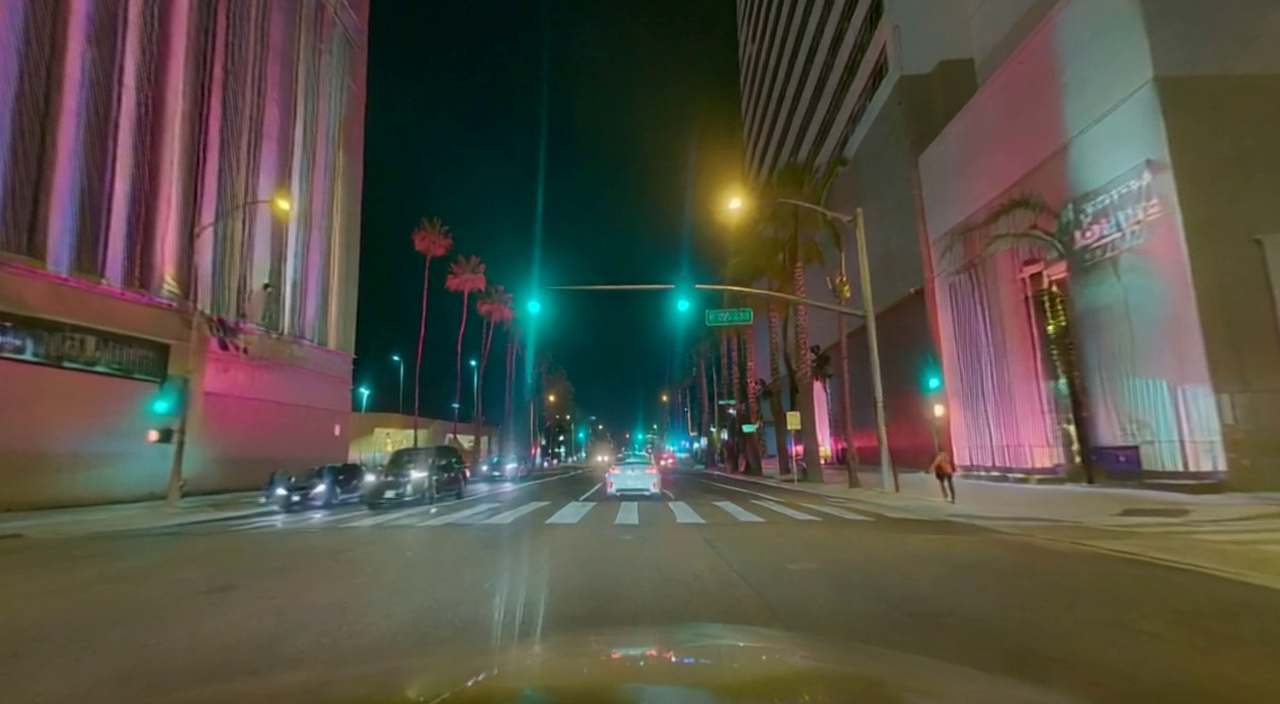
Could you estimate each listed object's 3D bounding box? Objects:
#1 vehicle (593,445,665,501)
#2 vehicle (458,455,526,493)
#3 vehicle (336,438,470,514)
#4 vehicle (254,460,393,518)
[{"bbox_3d":[-0.354,3.913,20.829,2.145,1.632,3.972,0,-9,-1],"label":"vehicle"},{"bbox_3d":[-6.498,5.380,28.199,1.951,1.476,4.452,0,-9,0],"label":"vehicle"},{"bbox_3d":[-6.685,3.520,18.451,2.070,1.893,4.738,0,-9,0],"label":"vehicle"},{"bbox_3d":[-9.655,4.164,19.674,1.977,1.475,4.491,0,-9,0],"label":"vehicle"}]
